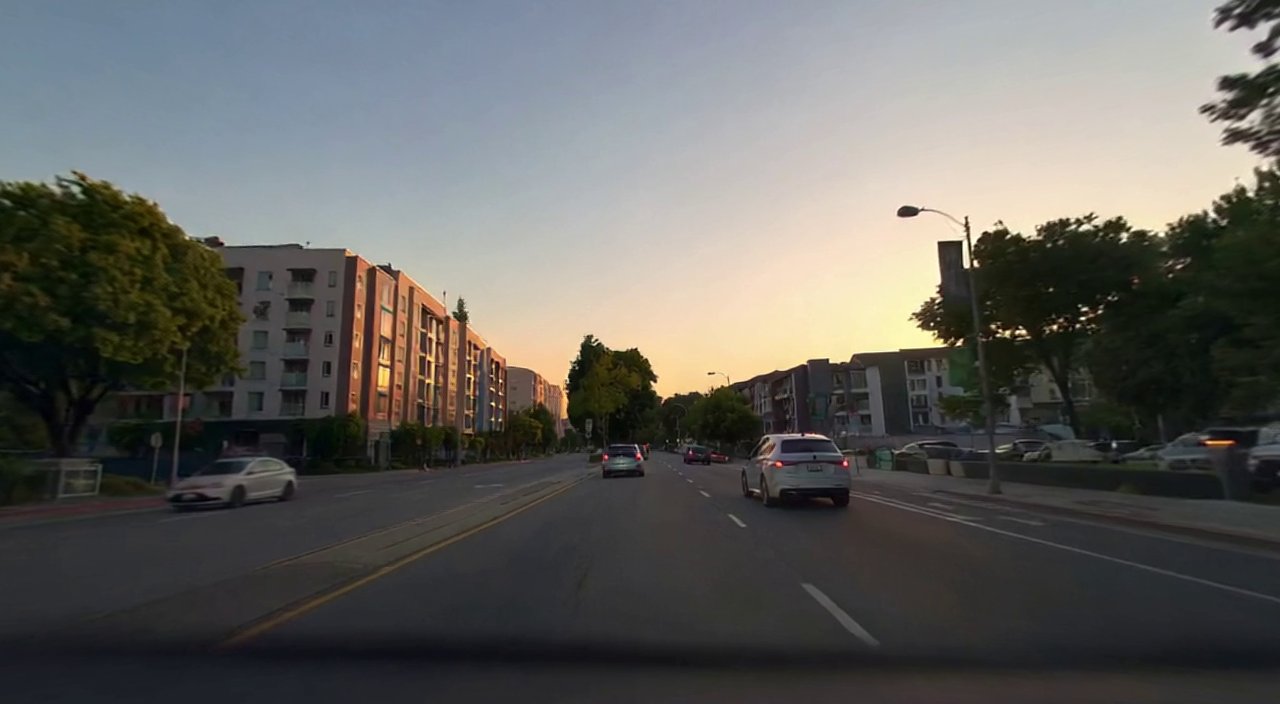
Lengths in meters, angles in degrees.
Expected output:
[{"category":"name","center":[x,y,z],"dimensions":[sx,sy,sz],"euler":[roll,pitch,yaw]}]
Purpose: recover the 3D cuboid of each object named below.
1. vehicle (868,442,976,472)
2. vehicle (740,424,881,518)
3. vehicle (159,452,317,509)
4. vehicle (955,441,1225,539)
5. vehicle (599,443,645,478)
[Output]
[{"category":"vehicle","center":[14.511,5.396,32.673],"dimensions":[4.607,1.466,2.053],"euler":[0,-9,-3]},{"category":"vehicle","center":[3.490,2.523,13.800],"dimensions":[1.949,1.723,4.020],"euler":[0,-9,0]},{"category":"vehicle","center":[-12.002,3.841,19.305],"dimensions":[1.895,1.475,4.355],"euler":[-1,-9,1]},{"category":"vehicle","center":[8.035,2.467,11.976],"dimensions":[1.909,1.475,4.487],"euler":[-1,-9,2]},{"category":"vehicle","center":[-0.799,5.062,29.722],"dimensions":[2.006,1.487,3.535],"euler":[0,-9,1]}]
